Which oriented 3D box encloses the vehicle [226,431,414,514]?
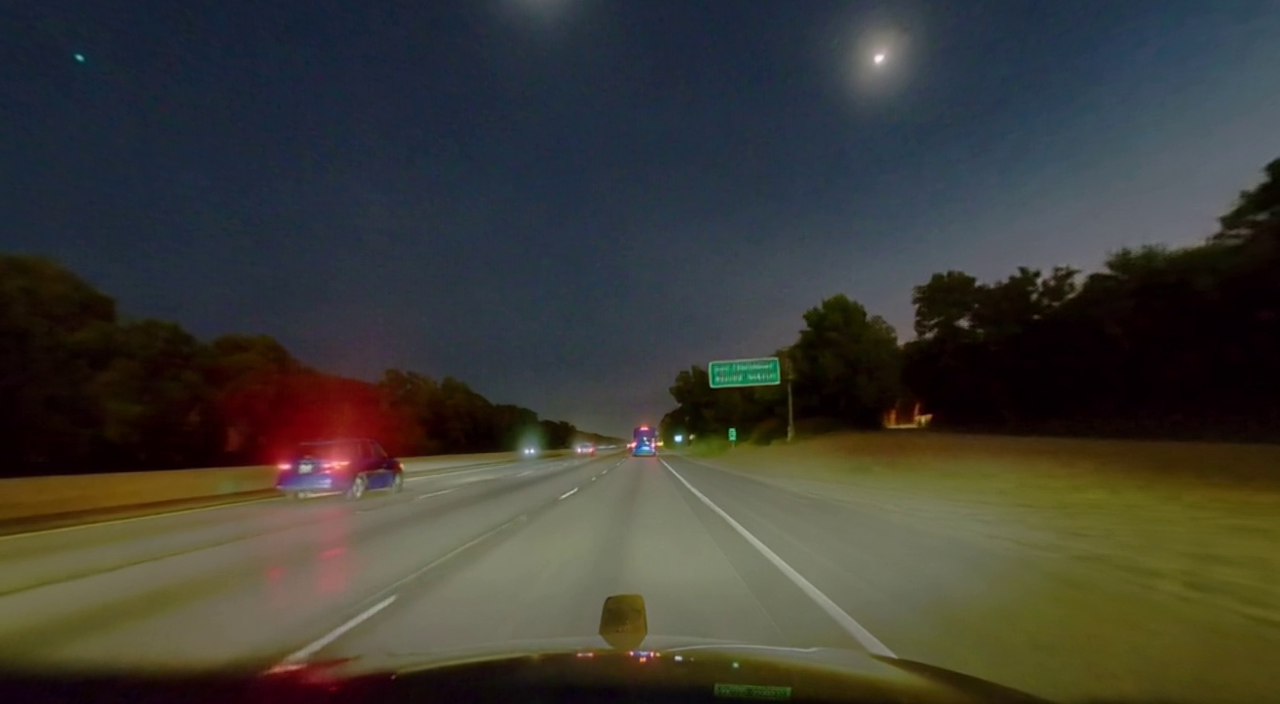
[{"bbox_3d":[-7.429,2.826,15.344,2.080,1.674,4.660,0,-8,1],"label":"vehicle"}]
